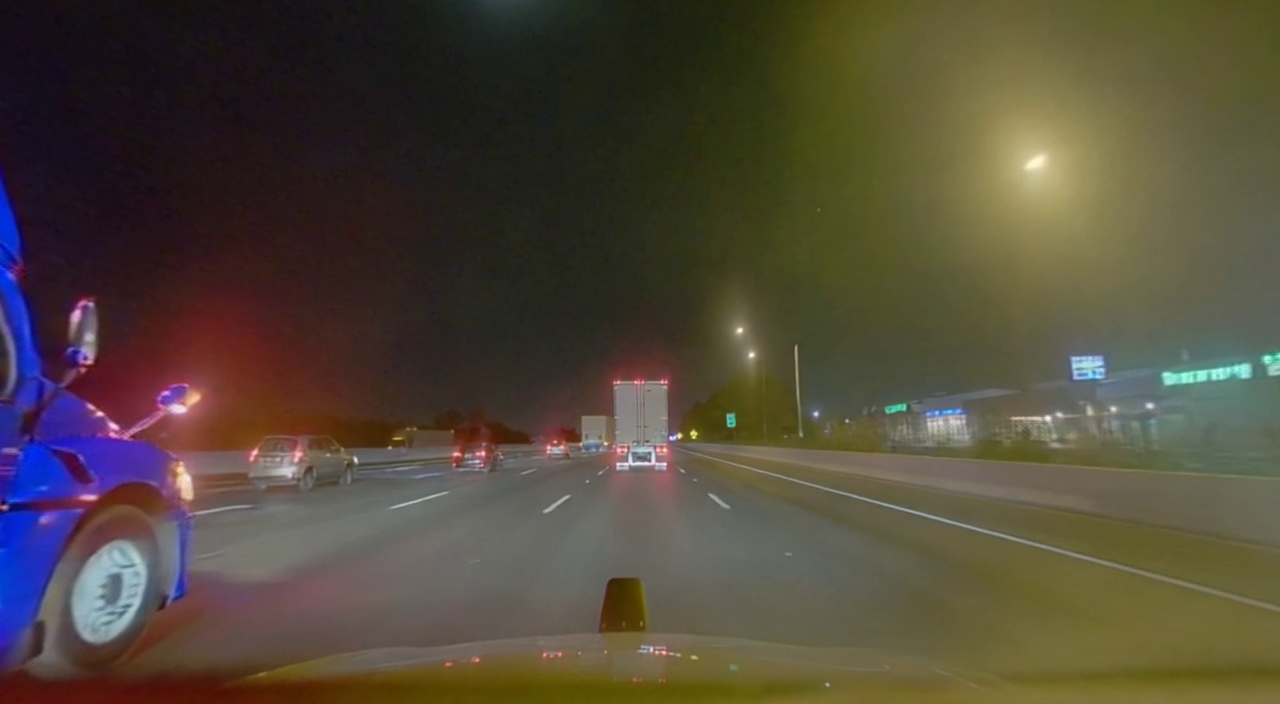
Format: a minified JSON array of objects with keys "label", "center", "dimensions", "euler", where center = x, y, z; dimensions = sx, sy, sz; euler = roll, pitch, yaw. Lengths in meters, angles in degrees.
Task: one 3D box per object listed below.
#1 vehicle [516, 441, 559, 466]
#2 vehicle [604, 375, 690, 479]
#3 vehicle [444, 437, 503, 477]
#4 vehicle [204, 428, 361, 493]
[{"label":"vehicle","center":[-6.163,6.164,38.430],"dimensions":[1.933,1.459,4.478],"euler":[0,-9,-1]},{"label":"vehicle","center":[0.177,3.318,26.853],"dimensions":[2.941,3.604,9.851],"euler":[0,-9,-1]},{"label":"vehicle","center":[-6.971,4.419,26.671],"dimensions":[1.736,1.580,2.778],"euler":[0,-9,0]},{"label":"vehicle","center":[-10.921,3.357,19.801],"dimensions":[2.046,1.779,4.752],"euler":[0,-9,1]}]
